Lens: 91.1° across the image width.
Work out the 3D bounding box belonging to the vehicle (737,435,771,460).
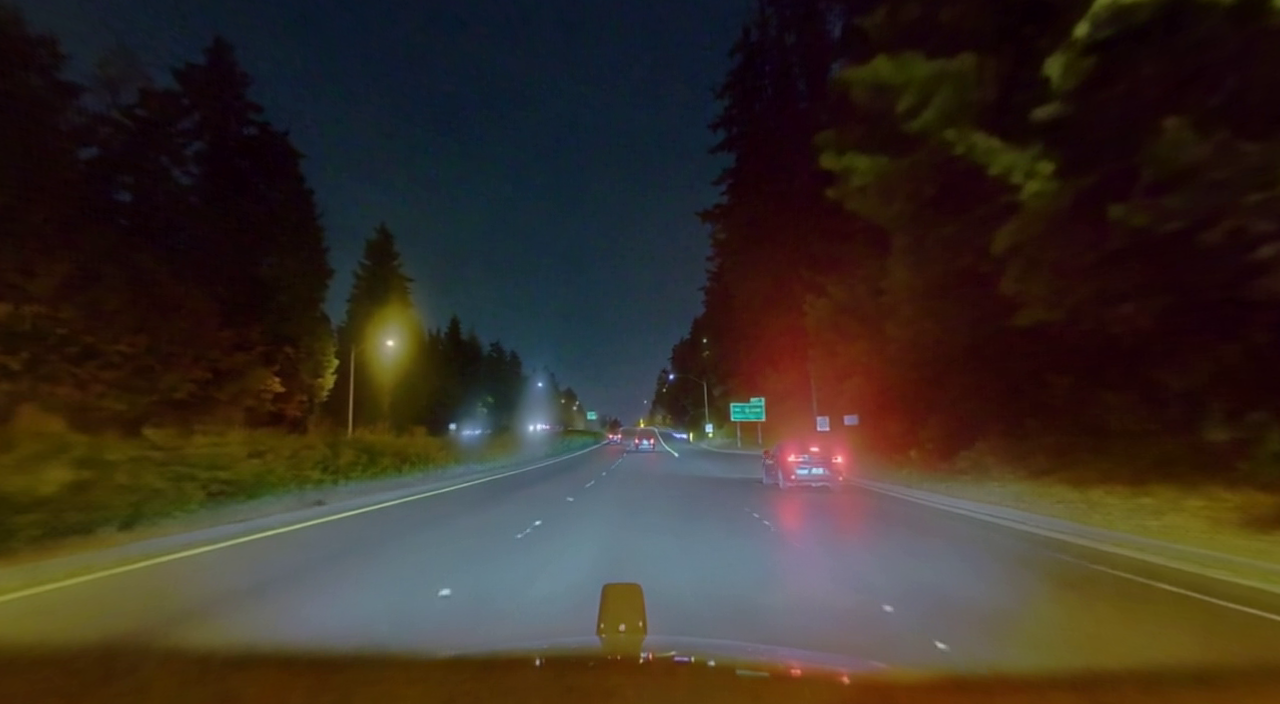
[{"bbox_3d":[7.996,6.724,44.339,2.063,1.625,5.102,-1,-8,7],"label":"vehicle"}]

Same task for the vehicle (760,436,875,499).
[{"bbox_3d":[4.755,3.154,17.532,1.913,1.516,4.322,0,-8,0],"label":"vehicle"}]
